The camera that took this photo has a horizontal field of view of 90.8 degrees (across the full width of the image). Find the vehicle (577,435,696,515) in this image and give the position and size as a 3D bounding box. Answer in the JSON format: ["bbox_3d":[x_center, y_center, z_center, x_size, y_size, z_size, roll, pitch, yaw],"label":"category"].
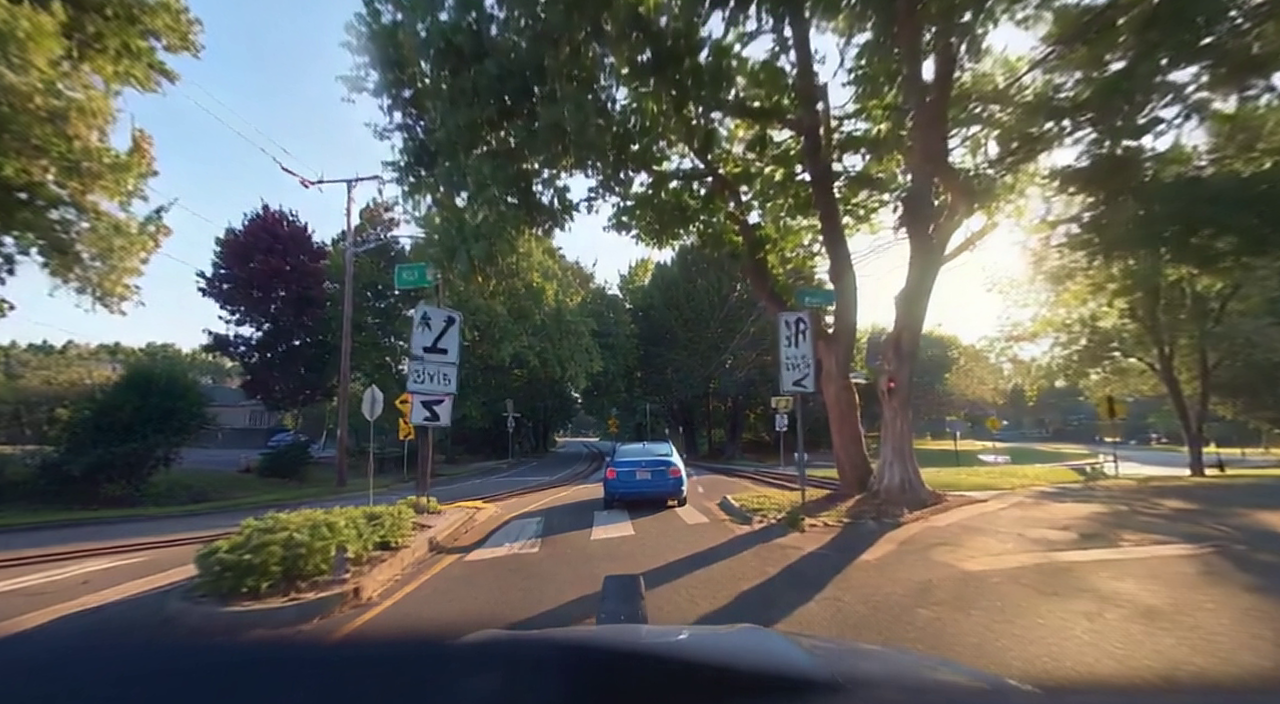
[{"bbox_3d":[0.033,2.681,14.419,2.295,1.510,4.364,0,-8,3],"label":"vehicle"}]
